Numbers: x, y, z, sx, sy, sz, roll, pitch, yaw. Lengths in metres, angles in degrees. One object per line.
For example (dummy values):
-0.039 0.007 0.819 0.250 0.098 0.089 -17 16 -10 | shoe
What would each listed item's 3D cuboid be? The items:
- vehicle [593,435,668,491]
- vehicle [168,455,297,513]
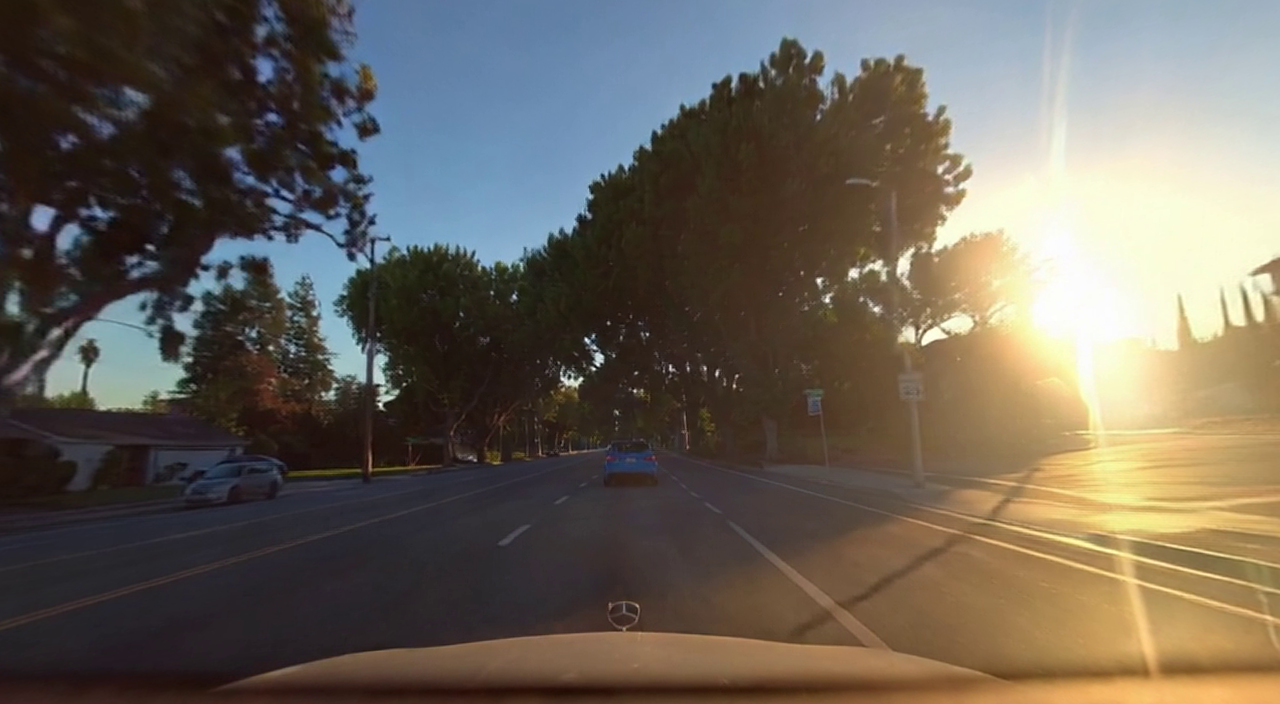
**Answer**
-0.314 3.567 20.600 2.181 1.639 4.127 0 -9 -1 | vehicle
-13.918 4.482 21.914 1.900 1.596 4.142 -3 -8 -3 | vehicle
